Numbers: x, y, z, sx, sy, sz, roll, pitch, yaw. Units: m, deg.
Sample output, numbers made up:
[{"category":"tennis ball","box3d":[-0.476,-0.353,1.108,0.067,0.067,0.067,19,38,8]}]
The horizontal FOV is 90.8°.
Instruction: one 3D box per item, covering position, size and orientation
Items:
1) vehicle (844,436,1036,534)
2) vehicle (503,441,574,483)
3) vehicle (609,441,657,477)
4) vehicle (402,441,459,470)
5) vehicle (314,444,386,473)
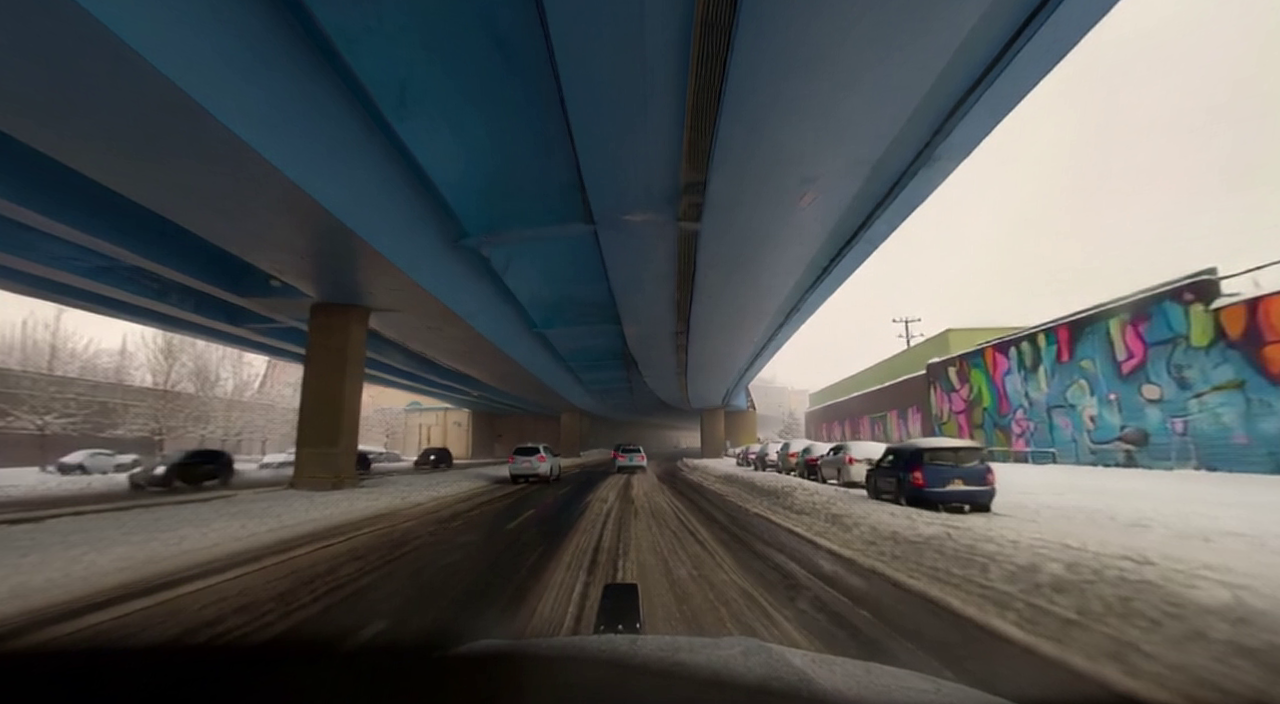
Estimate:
[{"category":"vehicle","box3d":[5.805,2.594,12.881,2.023,1.627,3.971,1,-9,1]},{"category":"vehicle","box3d":[-4.003,4.412,25.722,2.024,1.533,4.549,0,-8,2]},{"category":"vehicle","box3d":[-0.329,5.087,30.352,2.155,1.571,3.734,1,-8,0]},{"category":"vehicle","box3d":[-13.878,6.866,42.137,2.069,1.728,4.567,0,-8,2]},{"category":"vehicle","box3d":[-17.397,6.383,38.168,2.056,1.643,4.362,0,-8,3]}]
